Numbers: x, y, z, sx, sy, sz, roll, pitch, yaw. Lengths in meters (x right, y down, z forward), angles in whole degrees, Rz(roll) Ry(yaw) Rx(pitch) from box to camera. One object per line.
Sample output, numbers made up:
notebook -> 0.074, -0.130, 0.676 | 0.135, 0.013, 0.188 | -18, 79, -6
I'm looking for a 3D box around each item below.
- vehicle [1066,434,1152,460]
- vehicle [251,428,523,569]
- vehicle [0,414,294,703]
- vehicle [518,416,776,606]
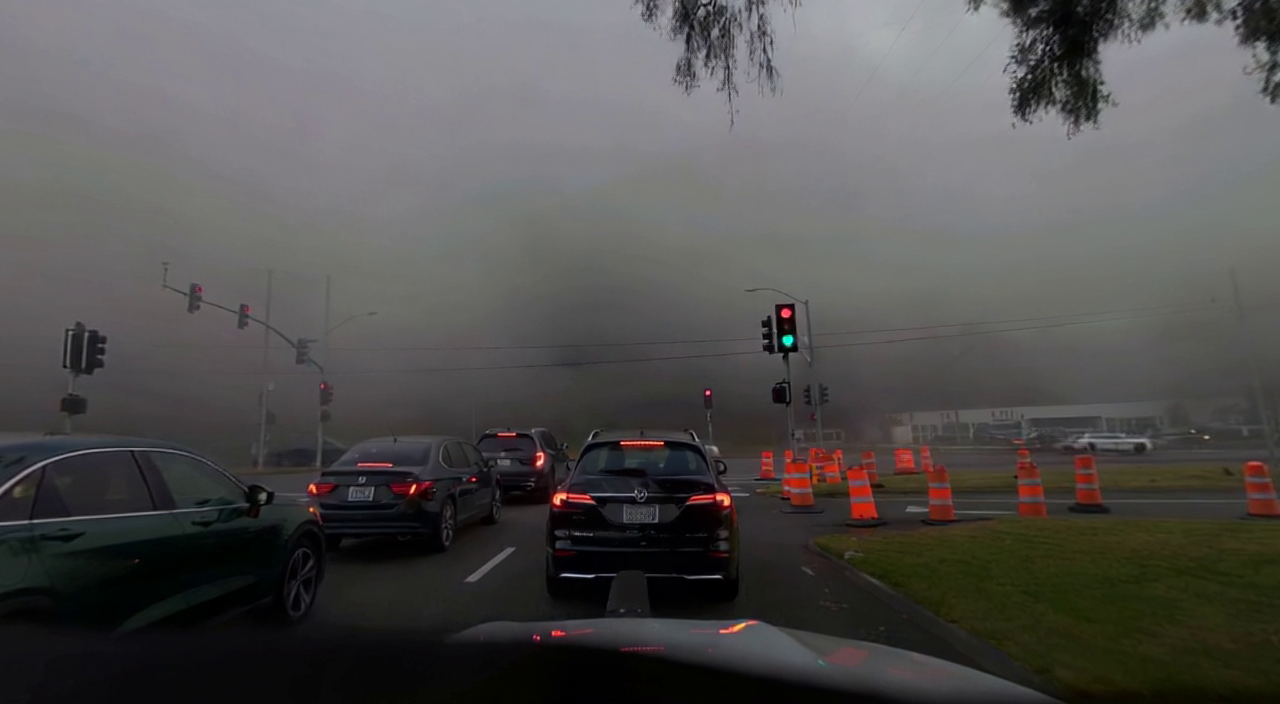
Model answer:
vehicle -> 30.374, 6.162, 40.878 | 4.051, 1.583, 1.794 | 0, -9, 1
vehicle -> -3.283, 1.998, 9.445 | 1.989, 1.541, 4.626 | 0, -9, 2
vehicle -> -3.594, 0.942, 2.152 | 2.064, 1.497, 4.722 | 0, -9, 1
vehicle -> 0.097, 1.620, 7.218 | 2.167, 1.560, 3.676 | 0, -9, 1
